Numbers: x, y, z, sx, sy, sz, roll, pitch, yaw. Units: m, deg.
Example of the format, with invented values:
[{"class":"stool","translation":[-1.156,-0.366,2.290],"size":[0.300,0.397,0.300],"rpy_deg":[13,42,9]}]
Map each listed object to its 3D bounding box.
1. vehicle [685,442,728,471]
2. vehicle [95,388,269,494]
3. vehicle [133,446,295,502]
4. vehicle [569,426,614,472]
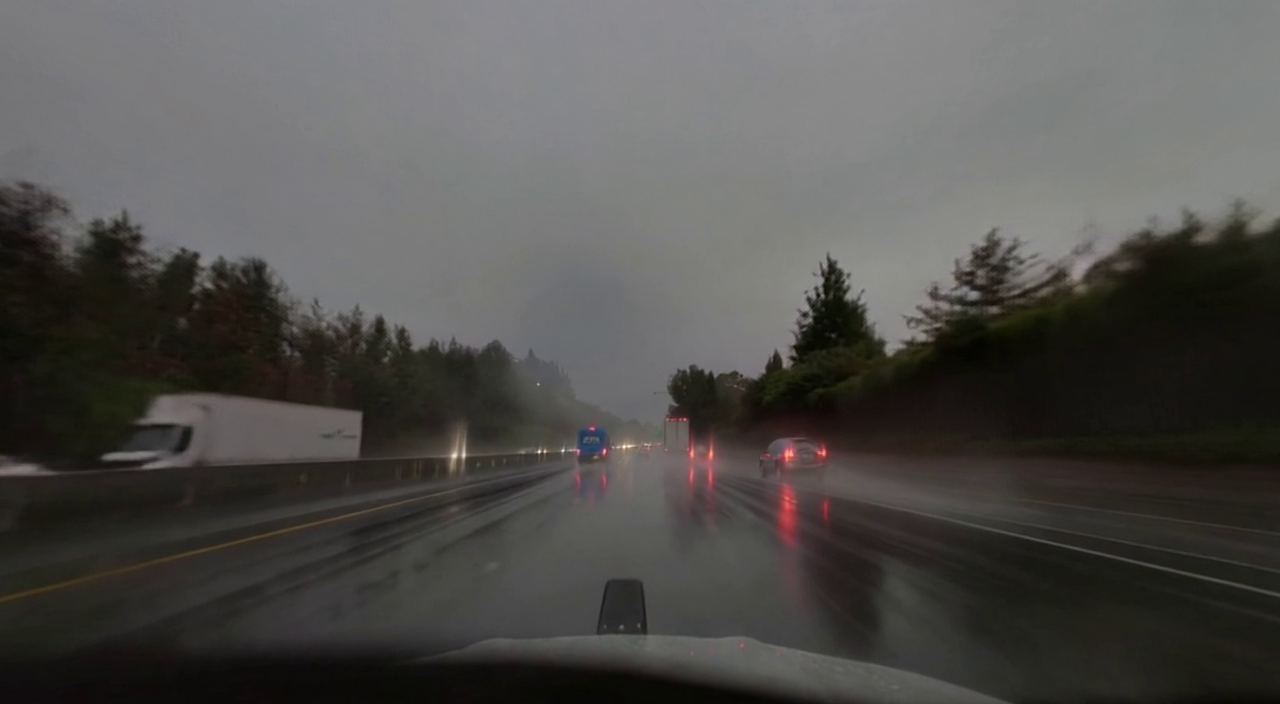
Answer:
[{"class":"vehicle","translation":[3.956,6.323,38.339],"size":[2.066,1.638,4.158],"rpy_deg":[0,-9,-2]},{"class":"vehicle","translation":[-20.378,4.068,28.693],"size":[3.054,4.226,6.203],"rpy_deg":[0,-9,0]},{"class":"vehicle","translation":[-12.440,3.562,18.844],"size":[1.829,1.445,4.332],"rpy_deg":[0,-9,0]},{"class":"vehicle","translation":[-2.993,6.209,40.385],"size":[2.380,2.648,6.879],"rpy_deg":[0,-9,-1]}]
